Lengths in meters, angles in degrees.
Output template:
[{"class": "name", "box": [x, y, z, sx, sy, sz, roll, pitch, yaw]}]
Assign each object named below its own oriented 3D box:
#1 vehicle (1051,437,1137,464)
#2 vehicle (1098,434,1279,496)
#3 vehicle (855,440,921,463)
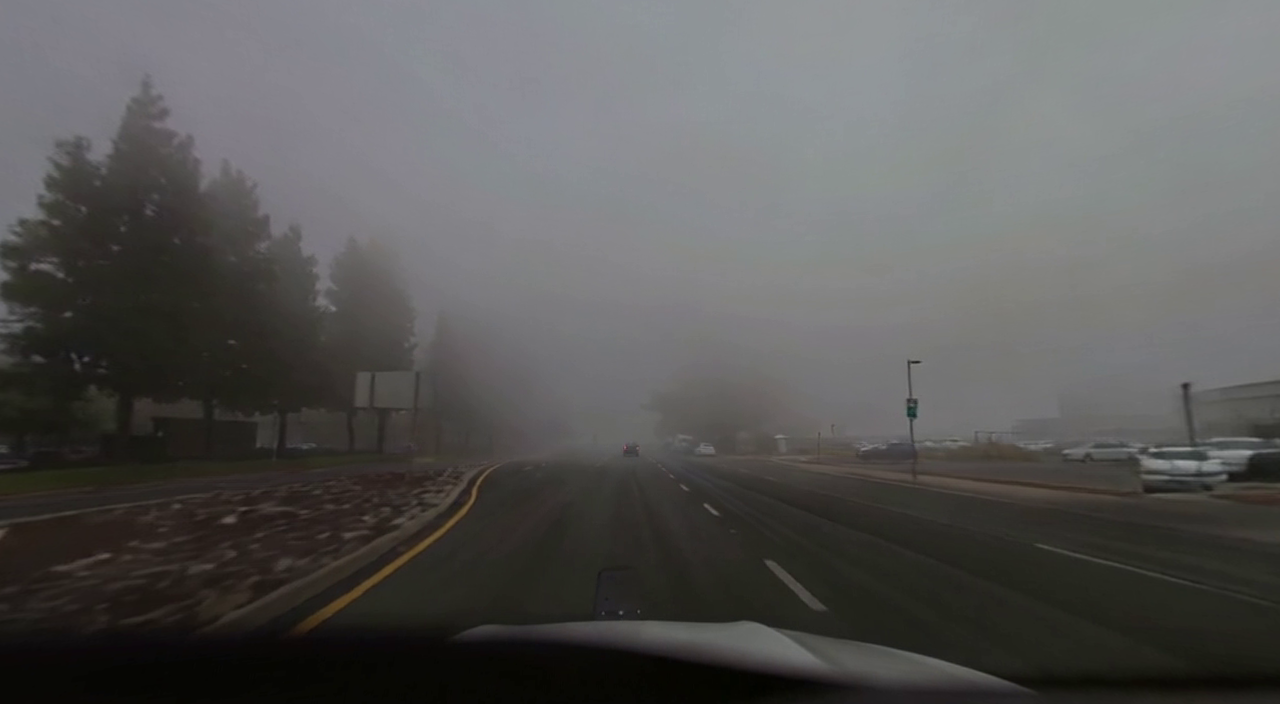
[{"class": "vehicle", "box": [30.741, 6.649, 42.830, 4.454, 1.778, 2.070, 2, -8, -10]}, {"class": "vehicle", "box": [16.661, 3.290, 18.882, 1.966, 1.583, 4.568, 2, -8, -11]}, {"class": "vehicle", "box": [17.580, 7.061, 44.870, 3.923, 1.575, 1.882, 2, -10, -13]}]
